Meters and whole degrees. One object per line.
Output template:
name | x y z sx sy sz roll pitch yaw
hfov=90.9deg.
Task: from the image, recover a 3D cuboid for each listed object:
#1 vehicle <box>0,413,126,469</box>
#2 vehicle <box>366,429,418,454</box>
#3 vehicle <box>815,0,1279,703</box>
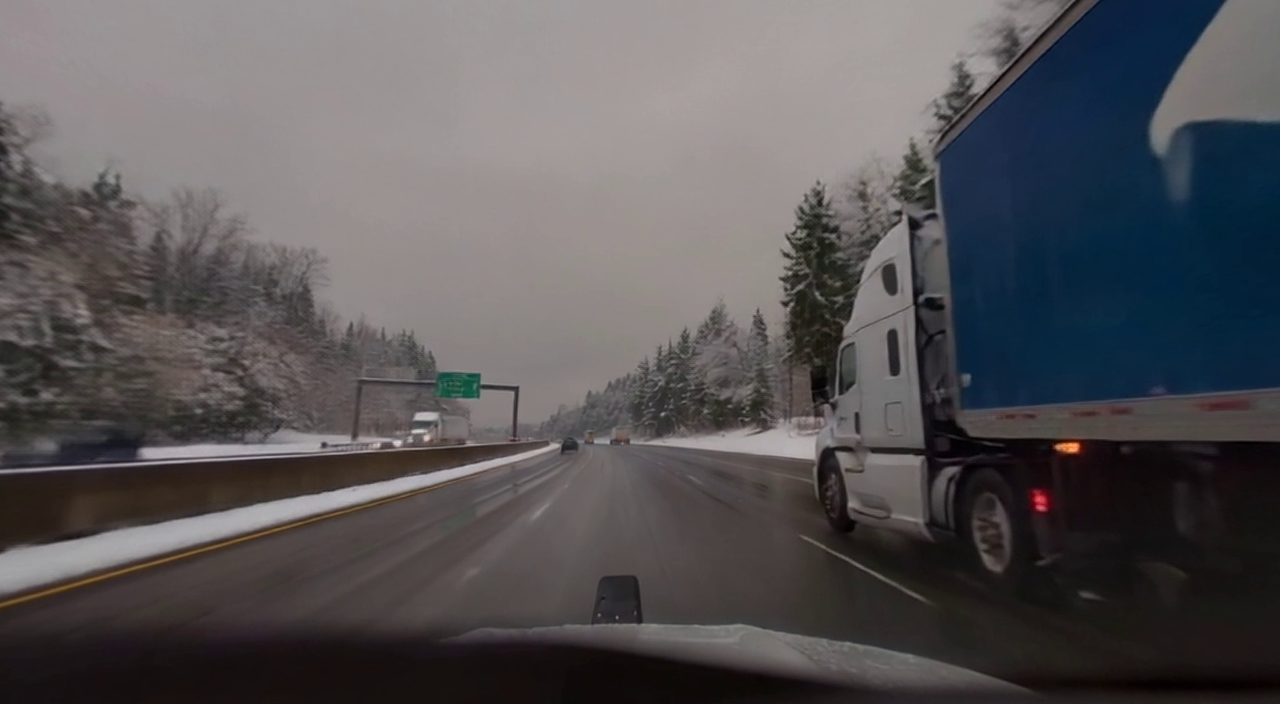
vehicle | -18.971 2.788 19.799 1.905 1.567 4.492 0 -8 -1
vehicle | -15.736 5.694 40.214 1.866 1.528 4.012 1 -8 -4
vehicle | 4.042 0.166 6.007 2.964 3.950 5.853 0 -8 0
